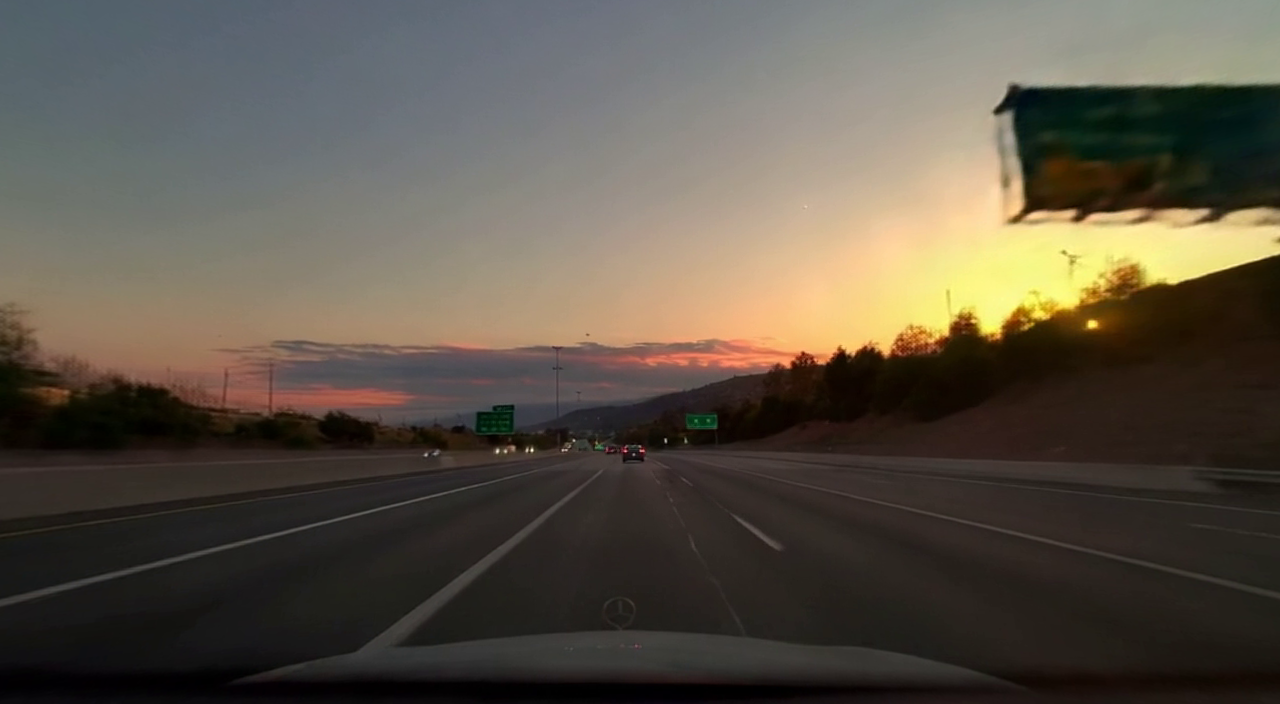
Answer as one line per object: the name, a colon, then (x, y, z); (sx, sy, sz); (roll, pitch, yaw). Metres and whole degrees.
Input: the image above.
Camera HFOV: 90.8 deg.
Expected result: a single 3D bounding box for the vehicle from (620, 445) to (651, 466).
vehicle: (-0.370, 7.541, 46.159); (2.118, 1.466, 4.165); (0, -9, -2)
